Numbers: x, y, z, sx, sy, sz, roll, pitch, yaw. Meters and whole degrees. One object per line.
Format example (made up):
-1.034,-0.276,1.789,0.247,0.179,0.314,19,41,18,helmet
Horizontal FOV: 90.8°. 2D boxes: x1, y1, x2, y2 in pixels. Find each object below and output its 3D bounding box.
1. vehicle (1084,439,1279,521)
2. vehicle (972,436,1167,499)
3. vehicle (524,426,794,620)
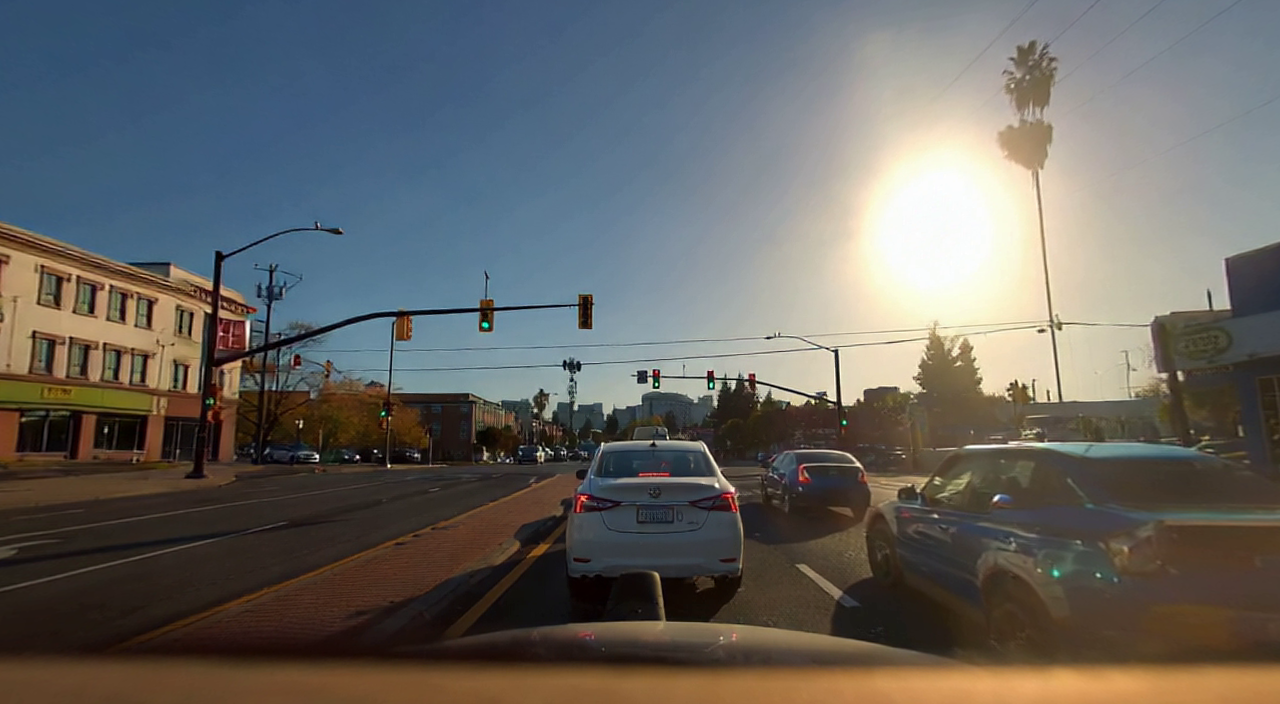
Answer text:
14.193,3.101,15.961,2.235,1.721,5.230,0,-9,1,vehicle
14.075,3.814,21.351,2.309,1.819,5.793,1,-9,-3,vehicle
0.134,1.638,7.036,2.067,1.471,4.241,0,-9,0,vehicle
